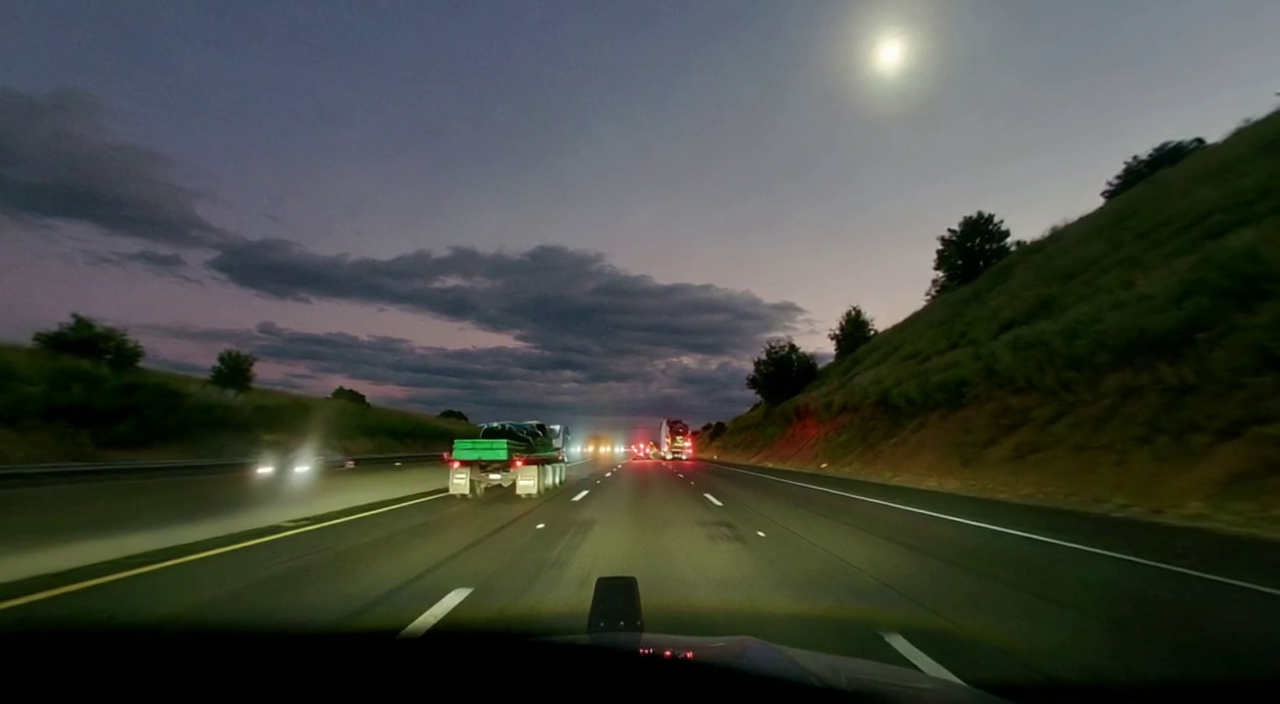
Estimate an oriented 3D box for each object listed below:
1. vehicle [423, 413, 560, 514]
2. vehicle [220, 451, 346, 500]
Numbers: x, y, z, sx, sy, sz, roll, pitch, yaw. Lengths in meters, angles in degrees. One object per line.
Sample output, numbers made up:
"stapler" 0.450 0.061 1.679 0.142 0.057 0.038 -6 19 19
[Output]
"vehicle" -3.308 2.617 15.122 2.142 2.044 4.446 0 -9 1
"vehicle" -11.833 4.080 21.269 1.706 1.473 4.346 0 -9 0
